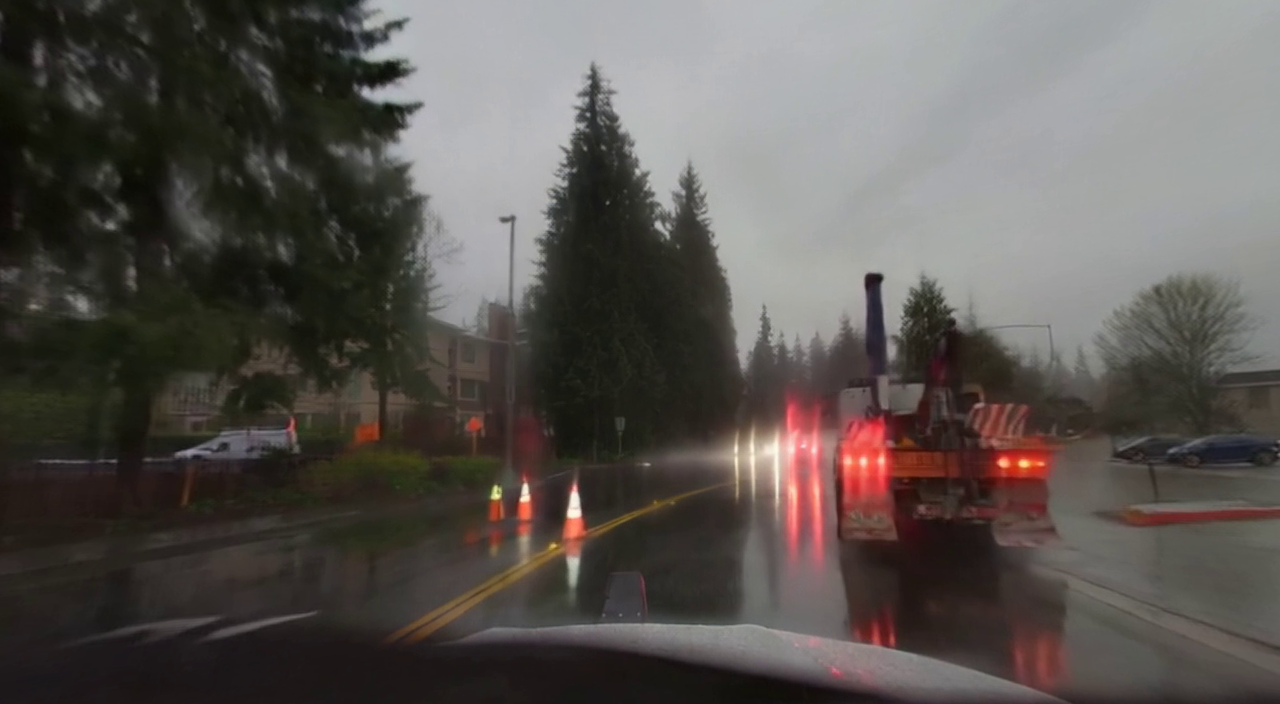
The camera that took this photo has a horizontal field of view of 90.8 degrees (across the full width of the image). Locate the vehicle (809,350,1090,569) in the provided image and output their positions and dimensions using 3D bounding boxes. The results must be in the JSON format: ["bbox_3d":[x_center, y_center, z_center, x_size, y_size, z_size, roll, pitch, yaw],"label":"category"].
[{"bbox_3d":[4.708,1.705,11.255,3.098,2.601,6.758,-3,-7,15],"label":"vehicle"}]

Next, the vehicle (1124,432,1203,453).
[{"bbox_3d":[39.304,6.837,47.530,1.714,1.472,4.117,4,-9,-22],"label":"vehicle"}]

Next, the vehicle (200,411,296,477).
[{"bbox_3d":[-15.489,3.660,25.107,2.665,2.465,1.532,4,-8,-14],"label":"vehicle"}]
